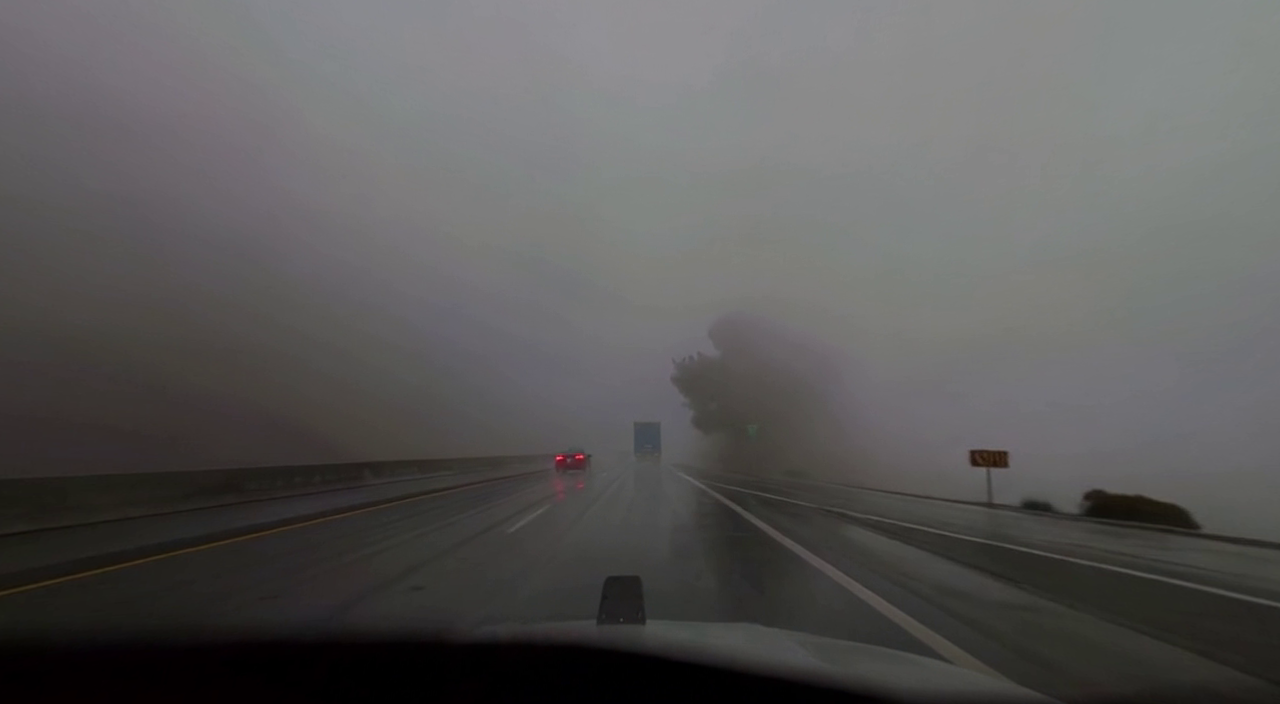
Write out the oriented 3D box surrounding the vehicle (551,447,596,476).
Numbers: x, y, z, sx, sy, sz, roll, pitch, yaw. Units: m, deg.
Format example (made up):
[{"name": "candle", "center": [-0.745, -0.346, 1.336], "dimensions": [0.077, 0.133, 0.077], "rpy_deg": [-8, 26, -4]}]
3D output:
[{"name": "vehicle", "center": [-3.810, 6.363, 36.928], "dimensions": [1.999, 1.533, 4.870], "rpy_deg": [-1, -9, 2]}]
